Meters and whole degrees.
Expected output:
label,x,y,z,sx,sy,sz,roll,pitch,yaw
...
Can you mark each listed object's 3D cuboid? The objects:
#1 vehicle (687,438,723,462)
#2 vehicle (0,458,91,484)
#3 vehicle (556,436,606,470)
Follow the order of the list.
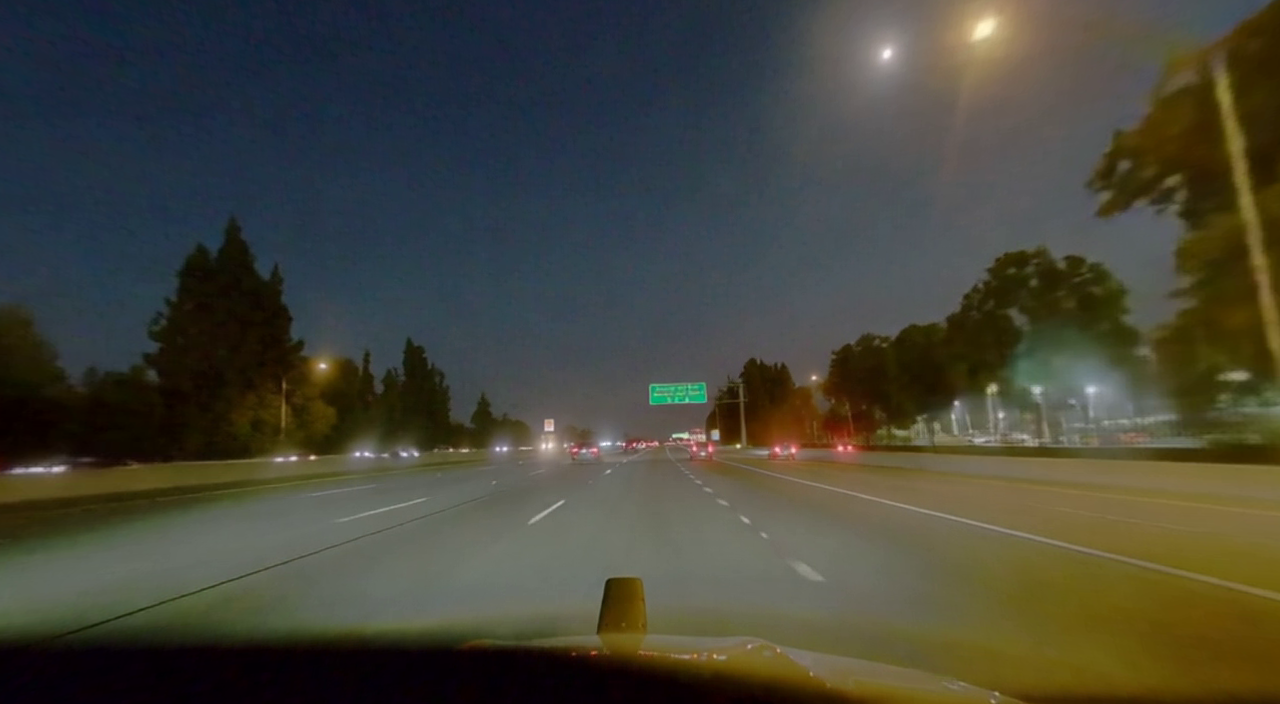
label,x,y,z,sx,sy,sz,roll,pitch,yaw
vehicle,4.843,7.419,47.900,2.229,1.704,4.392,0,-8,0
vehicle,-34.406,6.880,36.604,1.816,1.357,3.577,0,-8,1
vehicle,-3.168,5.556,34.926,2.196,1.733,4.355,-1,-8,2
